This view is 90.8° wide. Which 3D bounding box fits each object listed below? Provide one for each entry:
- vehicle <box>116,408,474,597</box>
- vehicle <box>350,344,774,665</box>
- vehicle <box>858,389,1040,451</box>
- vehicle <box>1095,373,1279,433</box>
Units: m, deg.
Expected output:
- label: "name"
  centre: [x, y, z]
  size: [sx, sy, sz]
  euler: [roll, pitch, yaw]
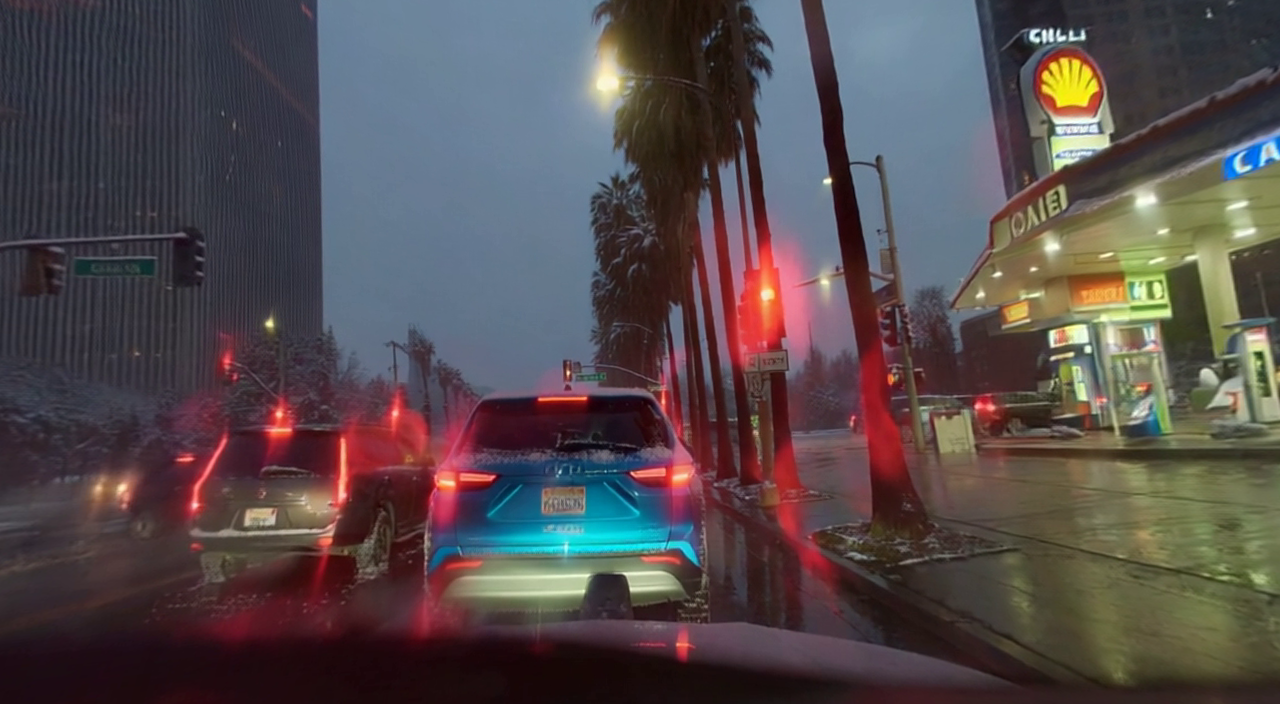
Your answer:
- label: "vehicle"
  centre: [-3.807, 1.739, 8.356]
  size: [2.097, 1.692, 5.030]
  euler: [0, -8, -3]
- label: "vehicle"
  centre: [-0.543, 1.250, 6.293]
  size: [2.519, 1.913, 4.819]
  euler: [0, -8, -2]
- label: "vehicle"
  centre: [10.791, 2.443, 22.354]
  size: [5.307, 2.076, 2.122]
  euler: [0, -8, -4]
- label: "vehicle"
  centre: [19.713, 1.867, 22.672]
  size: [5.033, 1.999, 2.259]
  euler: [0, -8, -3]
